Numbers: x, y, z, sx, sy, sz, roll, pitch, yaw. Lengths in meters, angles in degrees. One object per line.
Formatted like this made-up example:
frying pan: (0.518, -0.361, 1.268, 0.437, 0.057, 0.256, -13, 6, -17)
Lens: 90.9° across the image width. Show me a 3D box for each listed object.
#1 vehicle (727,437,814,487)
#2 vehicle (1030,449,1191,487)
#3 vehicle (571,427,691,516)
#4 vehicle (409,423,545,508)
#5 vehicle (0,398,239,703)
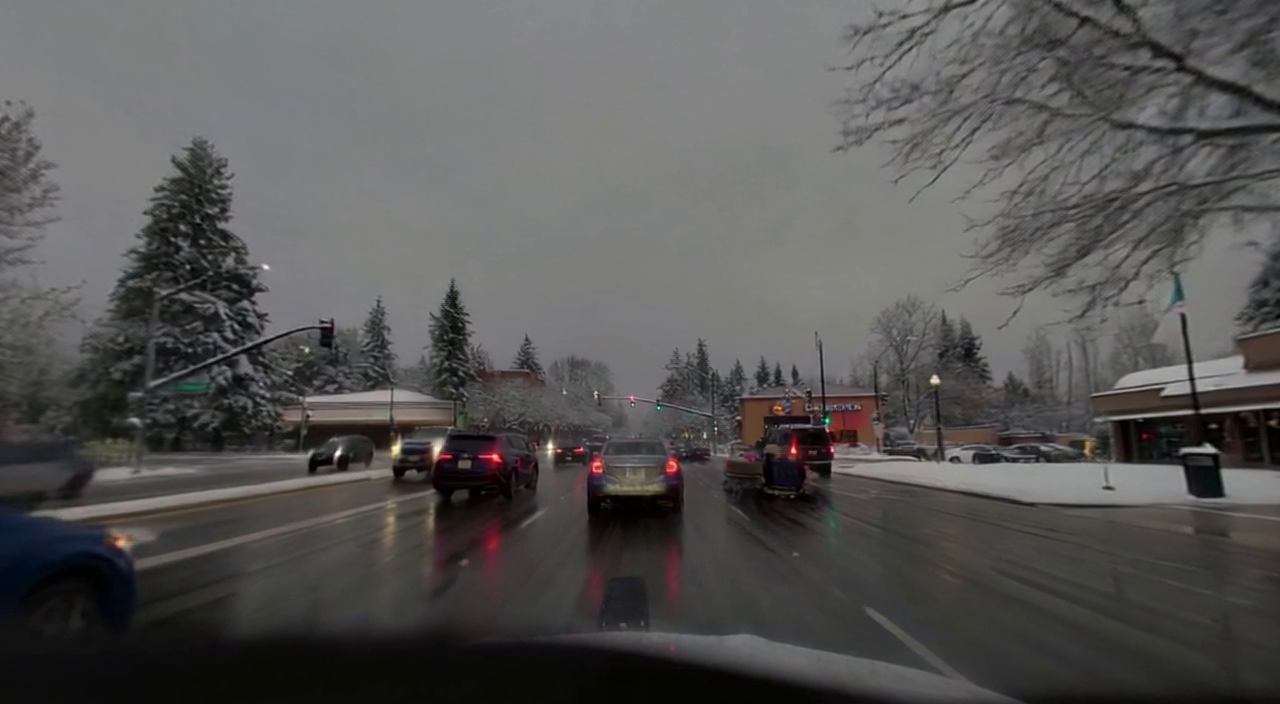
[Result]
vehicle: (4.238, 3.647, 21.233, 1.979, 1.485, 4.207, 0, -8, -1)
vehicle: (18.894, 4.655, 25.504, 4.795, 1.457, 1.986, -1, -8, 4)
vehicle: (-0.159, 2.416, 13.225, 2.121, 1.563, 4.031, 0, -8, 0)
vehicle: (-3.566, 2.570, 14.634, 1.983, 1.685, 3.997, 0, -8, 1)
vehicle: (-3.718, 0.824, 1.822, 1.992, 1.493, 4.688, 0, -8, 1)
